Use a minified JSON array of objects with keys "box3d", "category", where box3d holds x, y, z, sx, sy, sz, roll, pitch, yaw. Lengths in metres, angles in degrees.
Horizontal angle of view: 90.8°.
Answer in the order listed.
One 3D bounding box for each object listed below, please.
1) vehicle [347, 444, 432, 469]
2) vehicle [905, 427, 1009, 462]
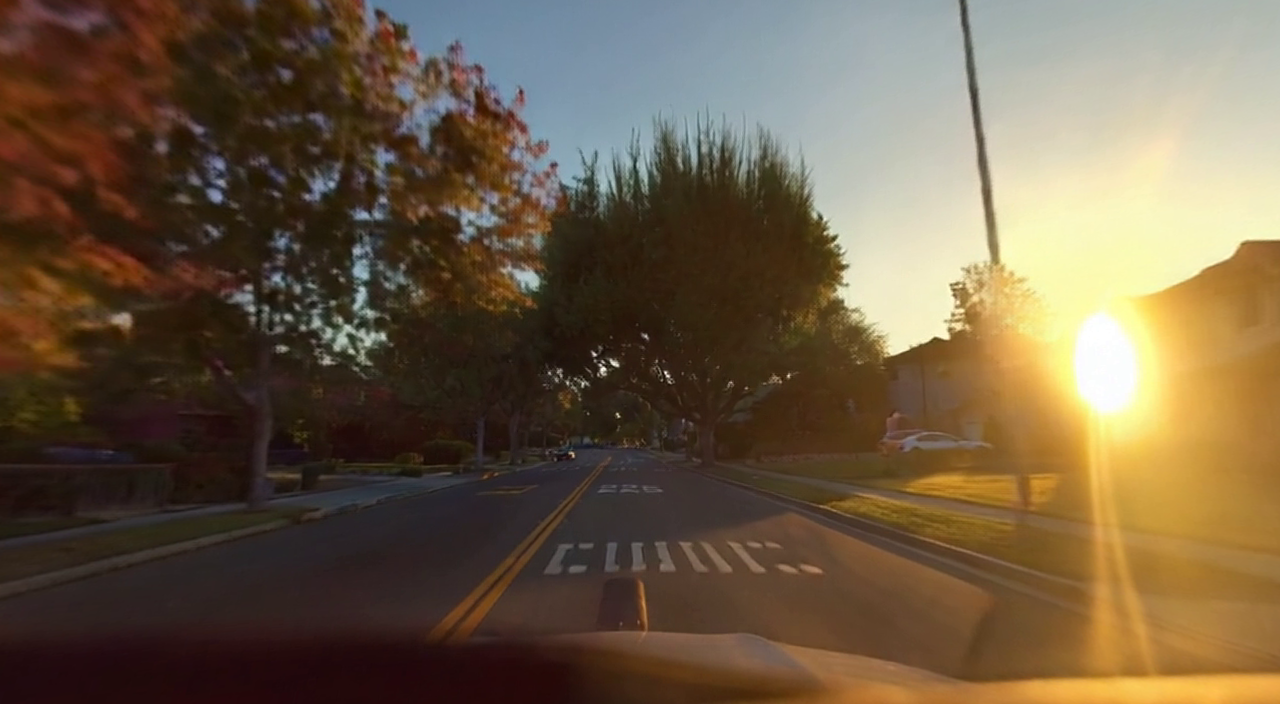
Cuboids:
[{"box3d":[-15.309,6.416,38.782,4.388,1.449,1.882,0,-9,-2],"category":"vehicle"},{"box3d":[15.960,4.667,31.960,4.198,1.697,1.984,1,-9,-5],"category":"vehicle"}]
